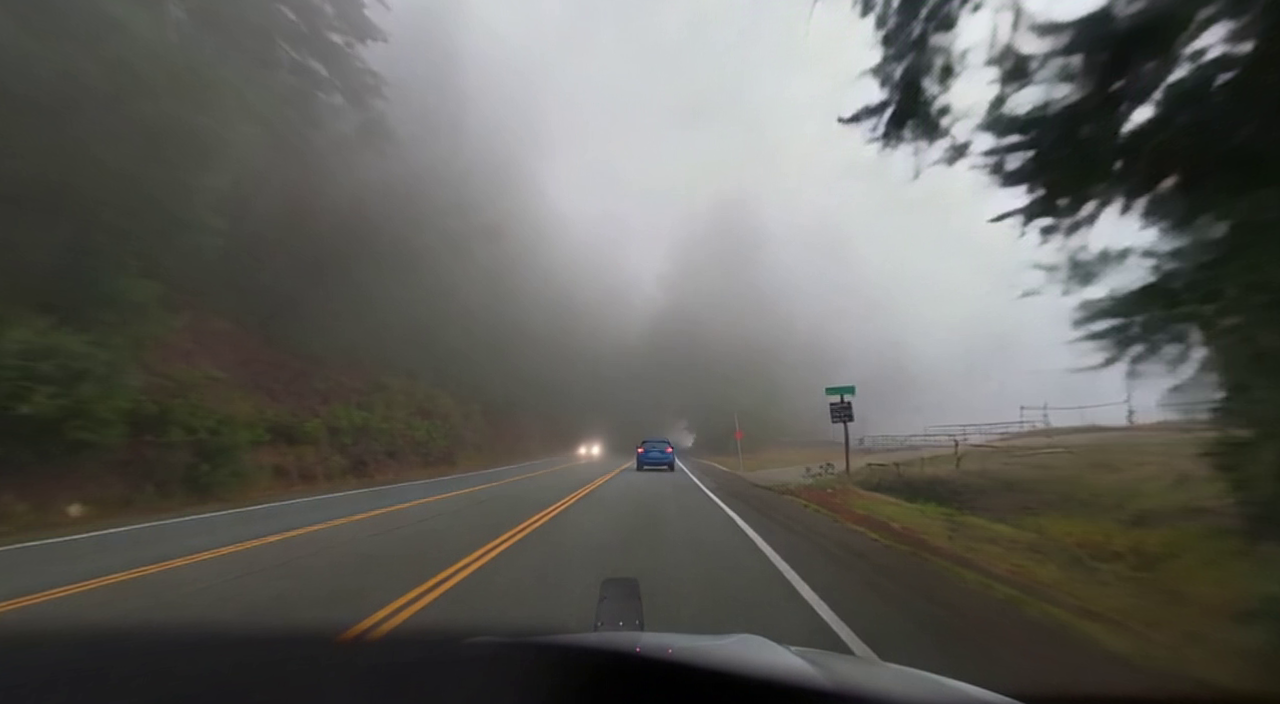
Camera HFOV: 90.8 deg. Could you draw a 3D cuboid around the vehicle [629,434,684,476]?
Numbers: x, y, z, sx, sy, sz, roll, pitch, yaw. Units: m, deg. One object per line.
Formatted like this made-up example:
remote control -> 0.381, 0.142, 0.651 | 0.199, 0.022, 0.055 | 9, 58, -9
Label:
vehicle -> 0.737, 4.622, 28.585 | 2.294, 1.708, 4.110 | 0, -8, 2
